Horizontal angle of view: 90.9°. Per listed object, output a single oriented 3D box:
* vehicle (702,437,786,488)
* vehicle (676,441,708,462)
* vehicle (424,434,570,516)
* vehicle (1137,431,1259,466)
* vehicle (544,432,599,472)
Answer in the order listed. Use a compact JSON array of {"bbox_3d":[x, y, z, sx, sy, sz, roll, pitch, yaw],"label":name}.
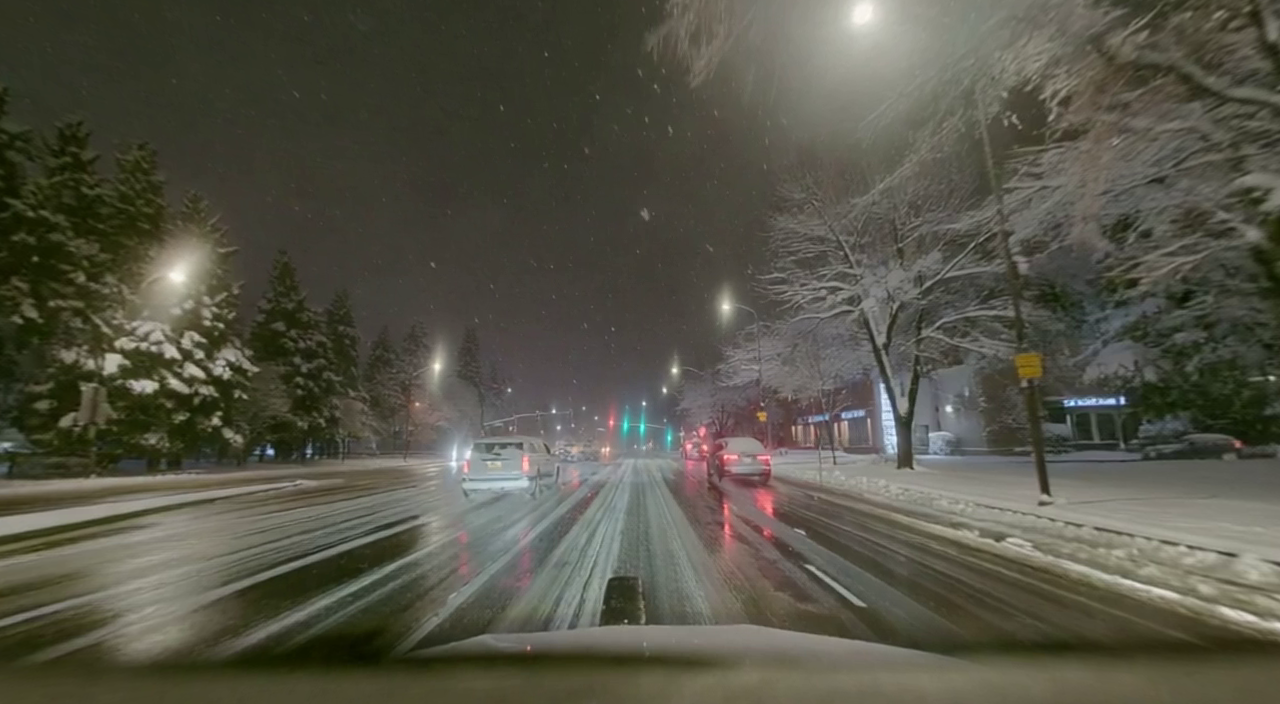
[{"bbox_3d":[3.300,3.592,20.885,1.948,1.474,4.360,0,-8,-1],"label":"vehicle"},{"bbox_3d":[3.810,7.367,46.862,1.913,1.463,4.198,0,-8,-1],"label":"vehicle"},{"bbox_3d":[-2.790,2.499,13.307,1.971,1.433,3.923,-1,-8,3],"label":"vehicle"},{"bbox_3d":[30.583,5.302,34.813,1.945,1.746,4.929,1,-8,-5],"label":"vehicle"},{"bbox_3d":[-3.183,4.778,30.229,2.023,1.720,4.452,0,-8,1],"label":"vehicle"}]
